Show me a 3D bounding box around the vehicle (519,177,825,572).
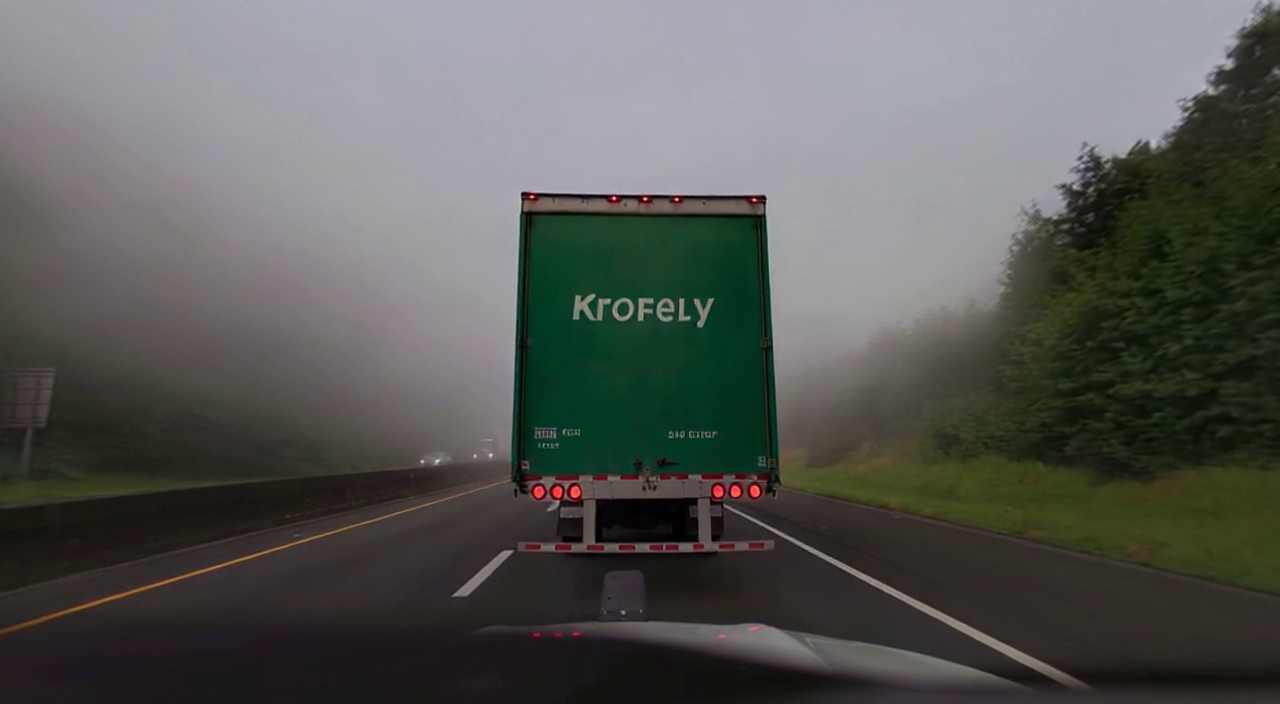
[{"bbox_3d":[0.160,1.282,14.091,3.230,4.377,14.405,0,-9,-1],"label":"vehicle"}]
